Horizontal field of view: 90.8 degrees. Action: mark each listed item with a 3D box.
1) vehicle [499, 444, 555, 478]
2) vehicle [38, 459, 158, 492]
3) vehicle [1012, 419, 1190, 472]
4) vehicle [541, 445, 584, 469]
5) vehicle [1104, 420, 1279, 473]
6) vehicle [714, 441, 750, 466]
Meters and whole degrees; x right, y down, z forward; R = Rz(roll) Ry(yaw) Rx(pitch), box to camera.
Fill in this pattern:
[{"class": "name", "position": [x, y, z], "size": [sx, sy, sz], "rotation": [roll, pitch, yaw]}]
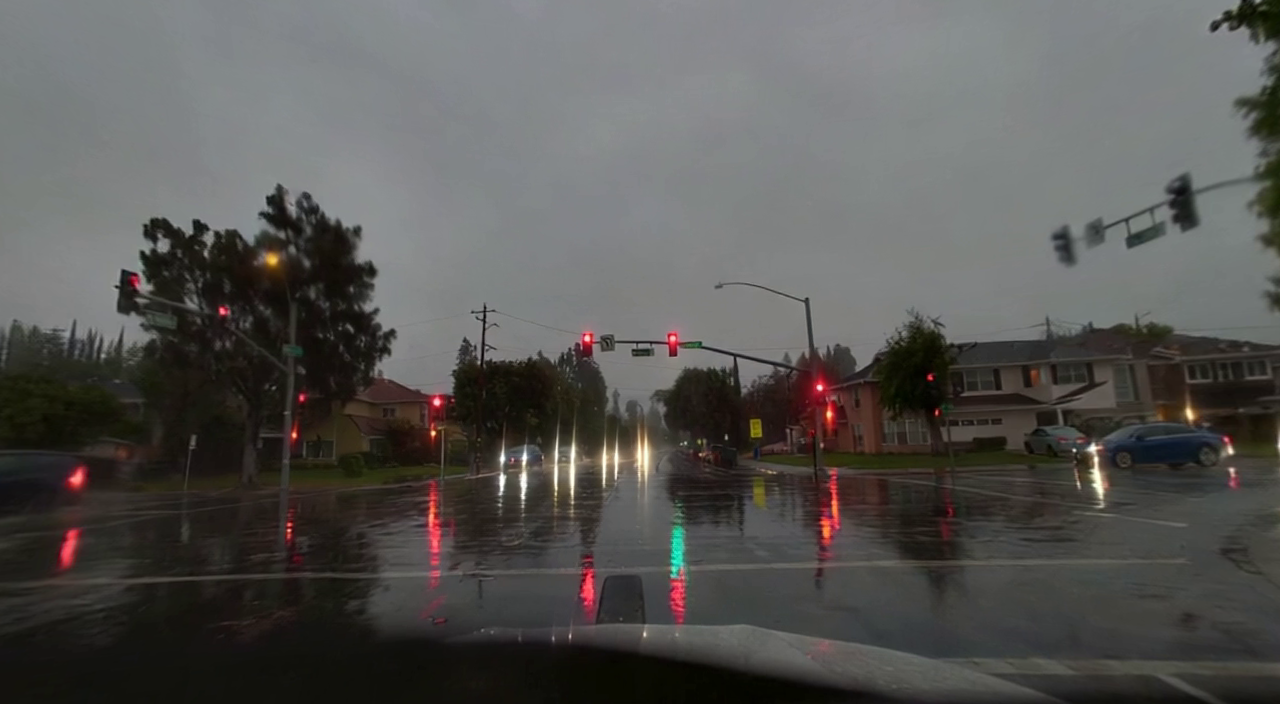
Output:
[{"class": "vehicle", "position": [-5.967, 5.795, 33.904], "size": [1.982, 1.686, 4.195], "rotation": [-1, -8, 4]}, {"class": "vehicle", "position": [-30.095, 6.859, 35.345], "size": [2.106, 1.586, 5.009], "rotation": [-1, -8, 4]}, {"class": "vehicle", "position": [15.995, 3.272, 22.132], "size": [4.452, 1.711, 2.186], "rotation": [0, -8, 1]}, {"class": "vehicle", "position": [-5.576, 7.652, 46.261], "size": [2.270, 1.605, 4.958], "rotation": [-1, -8, 3]}, {"class": "vehicle", "position": [16.962, 2.841, 19.027], "size": [4.345, 1.517, 1.913], "rotation": [0, -8, 1]}, {"class": "vehicle", "position": [6.227, 6.958, 43.309], "size": [1.891, 1.611, 4.269], "rotation": [0, -8, 1]}]
